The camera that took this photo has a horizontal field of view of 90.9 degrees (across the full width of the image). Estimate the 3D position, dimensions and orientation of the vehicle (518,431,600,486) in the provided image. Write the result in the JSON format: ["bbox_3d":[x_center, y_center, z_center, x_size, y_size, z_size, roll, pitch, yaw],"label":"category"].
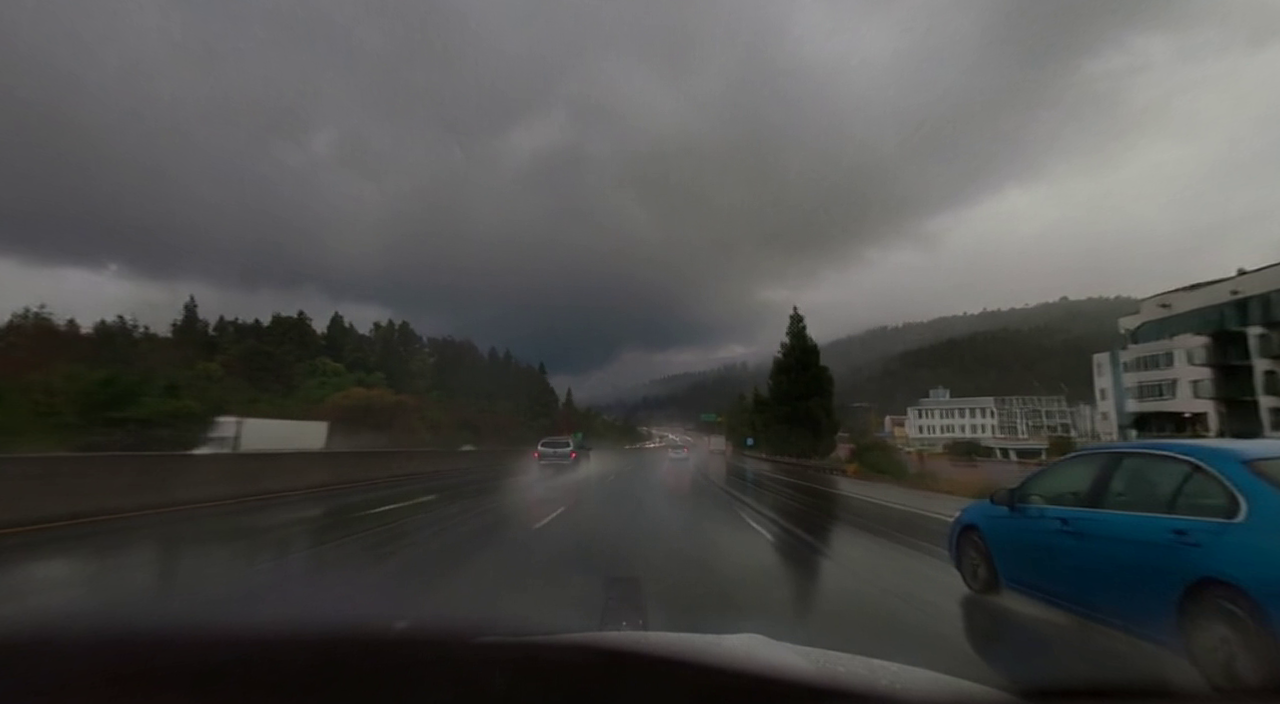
[{"bbox_3d":[-2.879,3.952,23.737,2.185,1.823,4.854,0,-9,3],"label":"vehicle"}]

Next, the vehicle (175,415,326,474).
[{"bbox_3d":[-23.622,5.729,39.067,3.071,3.203,8.905,-1,-9,4],"label":"vehicle"}]

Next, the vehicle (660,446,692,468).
[{"bbox_3d":[2.573,7.320,44.240,2.158,1.458,3.656,-1,-9,5],"label":"vehicle"}]

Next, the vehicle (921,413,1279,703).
[{"bbox_3d":[3.998,1.246,4.246,2.131,1.497,4.456,0,-9,0],"label":"vehicle"}]
